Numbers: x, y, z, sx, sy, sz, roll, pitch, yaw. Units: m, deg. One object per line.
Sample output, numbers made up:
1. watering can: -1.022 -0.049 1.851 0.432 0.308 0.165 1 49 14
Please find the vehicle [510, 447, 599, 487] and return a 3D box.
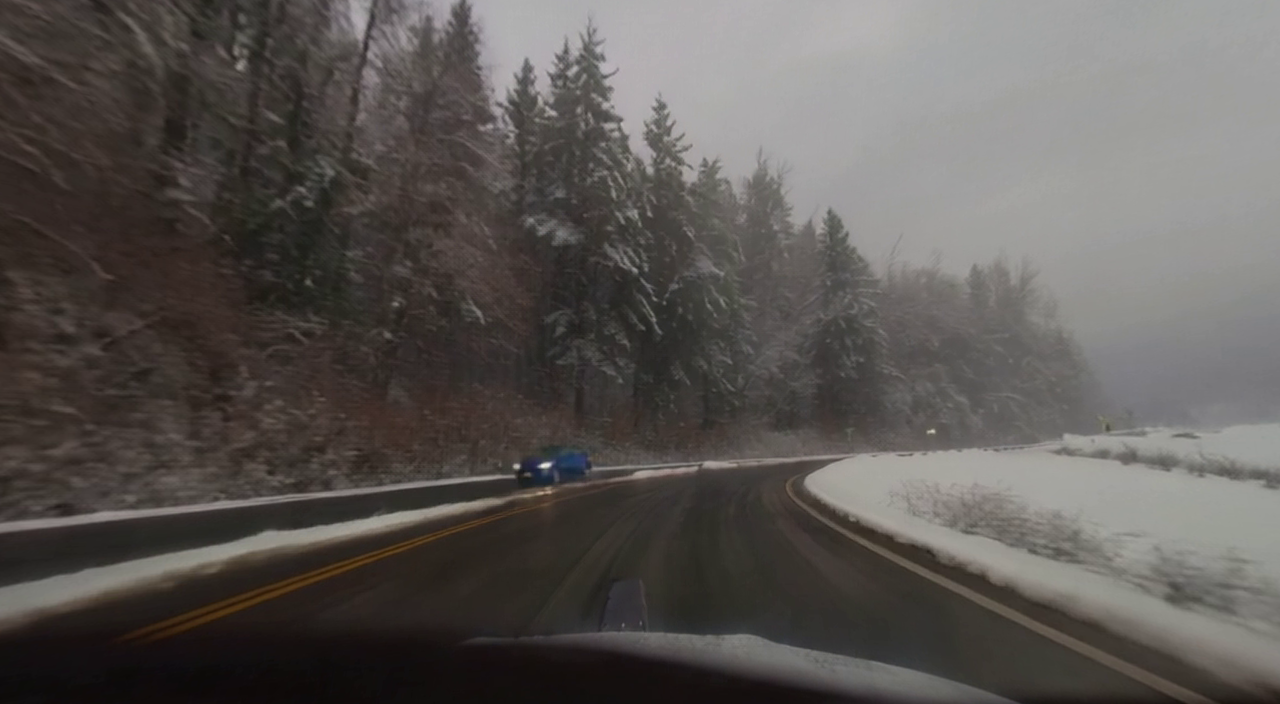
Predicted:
1. vehicle: -3.488 4.826 26.874 2.111 1.509 4.823 -2 -9 14
